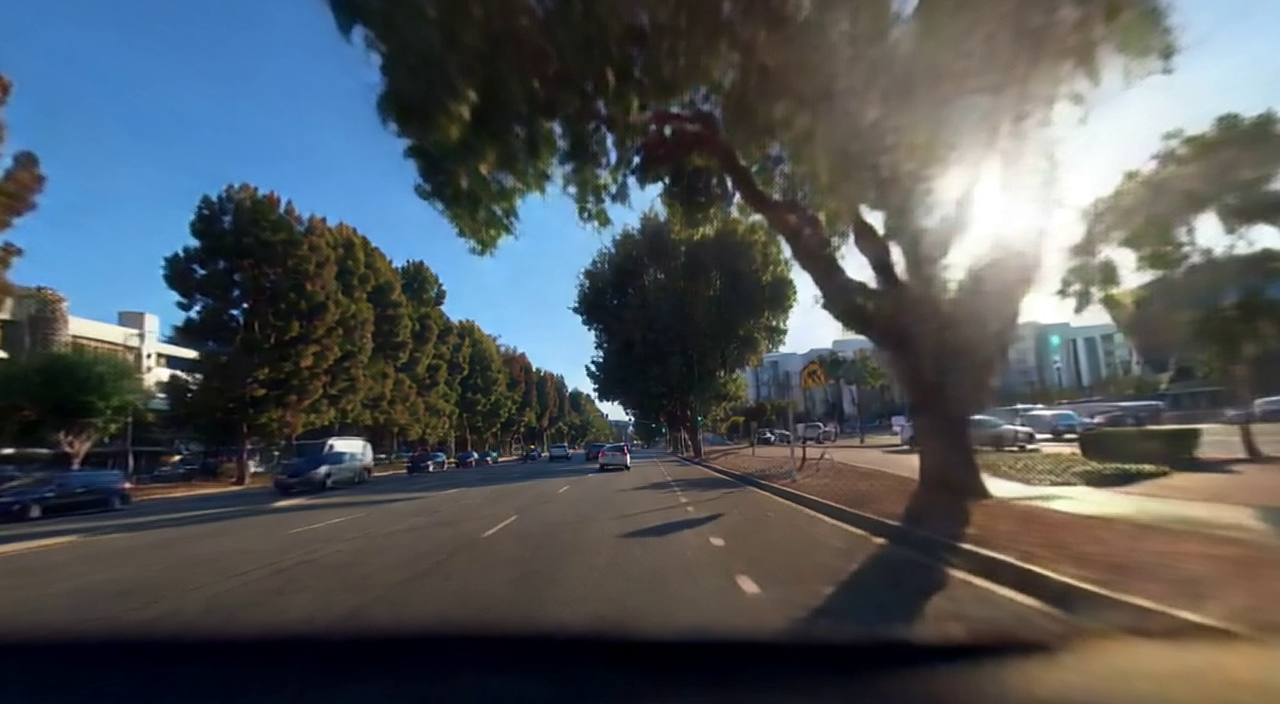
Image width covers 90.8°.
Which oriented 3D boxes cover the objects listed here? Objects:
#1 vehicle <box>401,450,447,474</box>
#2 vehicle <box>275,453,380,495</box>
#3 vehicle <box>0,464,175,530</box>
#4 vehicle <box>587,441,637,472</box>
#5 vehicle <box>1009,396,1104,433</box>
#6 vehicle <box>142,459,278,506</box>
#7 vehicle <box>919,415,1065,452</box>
[{"bbox_3d":[-16.416,8.365,48.288,2.016,1.598,4.545,-2,-8,-1],"label":"vehicle"},{"bbox_3d":[-12.632,4.914,25.927,2.013,1.498,4.474,0,-8,0],"label":"vehicle"},{"bbox_3d":[-16.542,4.083,18.365,2.162,1.480,5.017,0,-8,1],"label":"vehicle"},{"bbox_3d":[-1.382,5.503,33.484,2.235,1.500,4.420,0,-8,3],"label":"vehicle"},{"bbox_3d":[23.898,3.702,36.558,2.179,1.825,5.335,1,-9,4],"label":"vehicle"},{"bbox_3d":[-16.496,4.995,24.584,2.024,1.531,4.580,0,-8,0],"label":"vehicle"},{"bbox_3d":[14.171,3.337,25.634,4.739,1.424,1.936,0,-8,0],"label":"vehicle"}]
